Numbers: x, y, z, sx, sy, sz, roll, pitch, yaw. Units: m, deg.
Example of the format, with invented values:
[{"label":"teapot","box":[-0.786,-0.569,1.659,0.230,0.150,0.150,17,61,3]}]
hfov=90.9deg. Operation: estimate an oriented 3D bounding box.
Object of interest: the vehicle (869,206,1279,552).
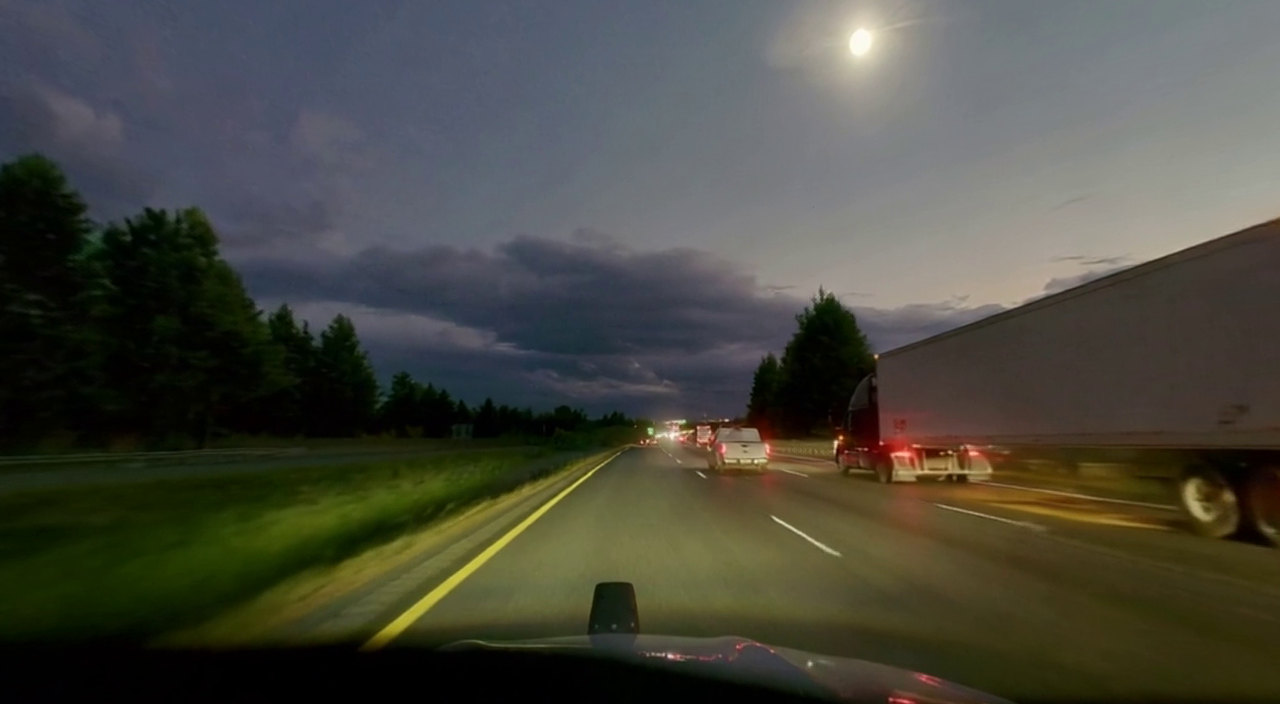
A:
[{"label":"vehicle","box":[9.249,1.075,13.151,3.440,4.093,13.944,0,-8,-1]}]

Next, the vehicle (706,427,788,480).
[{"label":"vehicle","box":[3.694,3.578,22.564,2.011,1.672,4.415,0,-8,-2]}]
